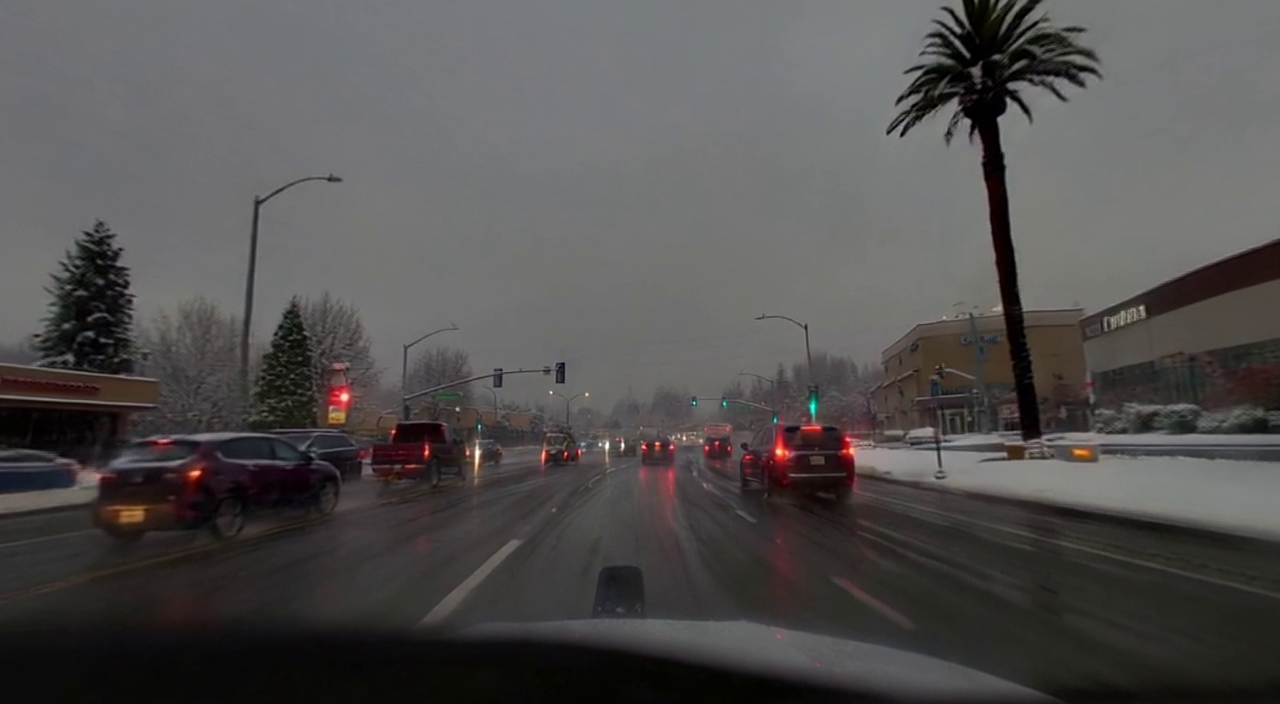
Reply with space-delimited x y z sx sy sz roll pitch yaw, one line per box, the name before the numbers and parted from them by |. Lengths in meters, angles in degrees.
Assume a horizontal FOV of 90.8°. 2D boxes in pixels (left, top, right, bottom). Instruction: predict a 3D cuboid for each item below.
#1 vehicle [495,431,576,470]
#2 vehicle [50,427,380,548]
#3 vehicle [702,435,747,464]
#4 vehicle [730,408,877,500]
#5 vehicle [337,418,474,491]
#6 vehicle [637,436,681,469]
vehicle | -5.020 4.840 31.174 2.088 1.746 4.650 -3 -9 17
vehicle | -6.353 2.067 10.430 1.935 1.483 4.973 0 -8 1
vehicle | 4.664 5.473 35.602 2.149 1.532 4.168 -1 -8 3
vehicle | 3.820 2.536 15.968 2.267 1.931 5.145 0 -8 -1
vehicle | -6.767 3.039 18.920 2.127 1.888 4.637 -1 -8 2
vehicle | 1.003 4.989 31.529 2.057 1.492 3.825 -1 -8 4
